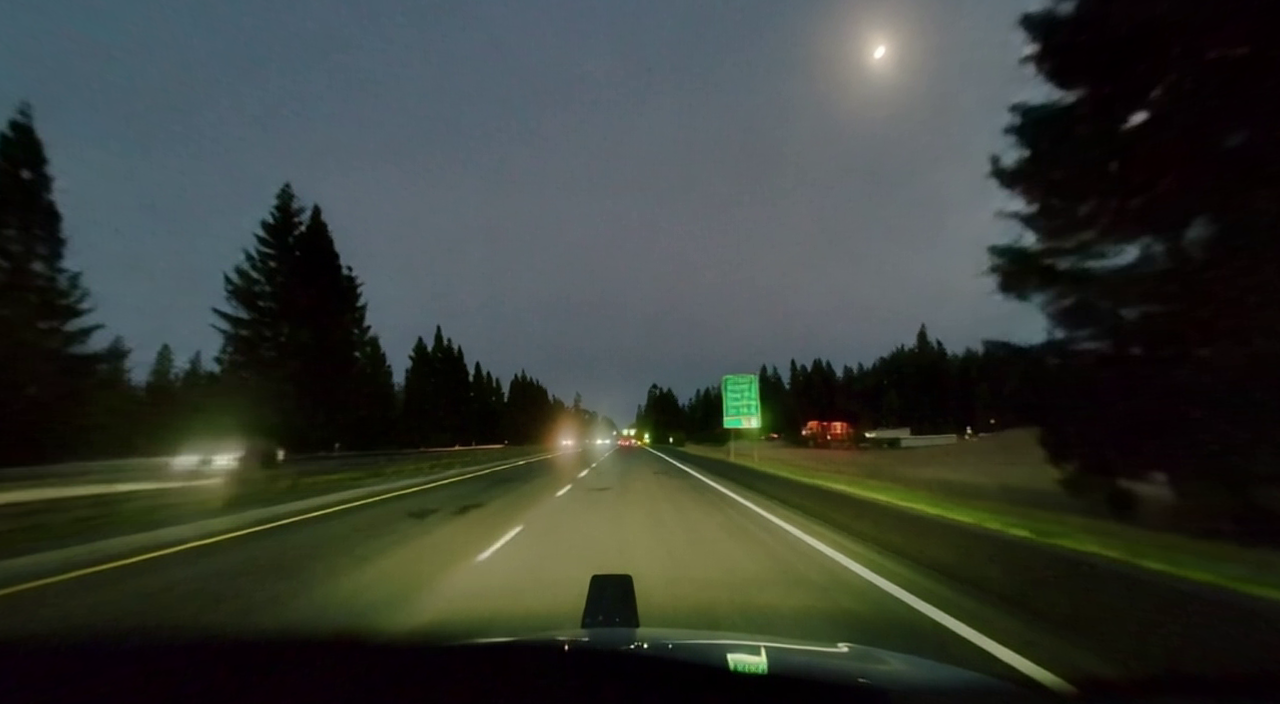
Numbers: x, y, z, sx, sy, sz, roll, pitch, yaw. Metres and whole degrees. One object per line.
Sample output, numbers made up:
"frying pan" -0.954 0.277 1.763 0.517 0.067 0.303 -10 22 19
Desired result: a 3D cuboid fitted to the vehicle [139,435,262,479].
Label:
"vehicle" -16.549 3.931 24.007 1.736 1.495 4.113 0 -8 -1
